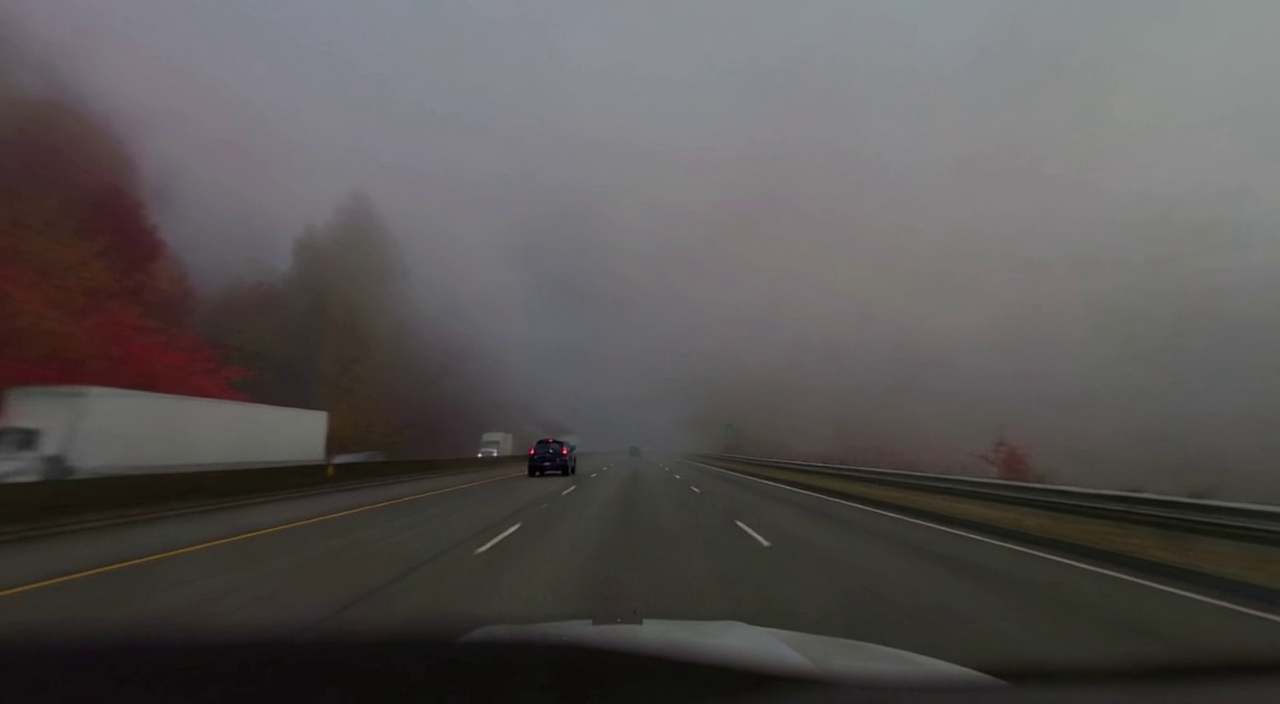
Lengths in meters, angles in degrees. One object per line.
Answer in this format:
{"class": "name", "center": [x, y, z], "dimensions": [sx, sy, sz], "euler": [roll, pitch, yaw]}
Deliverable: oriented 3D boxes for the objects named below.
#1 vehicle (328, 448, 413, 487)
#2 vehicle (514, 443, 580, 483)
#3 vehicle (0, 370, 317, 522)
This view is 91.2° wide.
{"class": "vehicle", "center": [-11.451, 4.919, 26.964], "dimensions": [1.885, 1.517, 3.993], "euler": [0, -9, 0]}
{"class": "vehicle", "center": [-3.999, 4.859, 27.759], "dimensions": [2.153, 1.577, 4.707], "euler": [0, -9, 1]}
{"class": "vehicle", "center": [-18.643, 3.783, 24.769], "dimensions": [2.955, 4.035, 16.775], "euler": [0, -9, 0]}
